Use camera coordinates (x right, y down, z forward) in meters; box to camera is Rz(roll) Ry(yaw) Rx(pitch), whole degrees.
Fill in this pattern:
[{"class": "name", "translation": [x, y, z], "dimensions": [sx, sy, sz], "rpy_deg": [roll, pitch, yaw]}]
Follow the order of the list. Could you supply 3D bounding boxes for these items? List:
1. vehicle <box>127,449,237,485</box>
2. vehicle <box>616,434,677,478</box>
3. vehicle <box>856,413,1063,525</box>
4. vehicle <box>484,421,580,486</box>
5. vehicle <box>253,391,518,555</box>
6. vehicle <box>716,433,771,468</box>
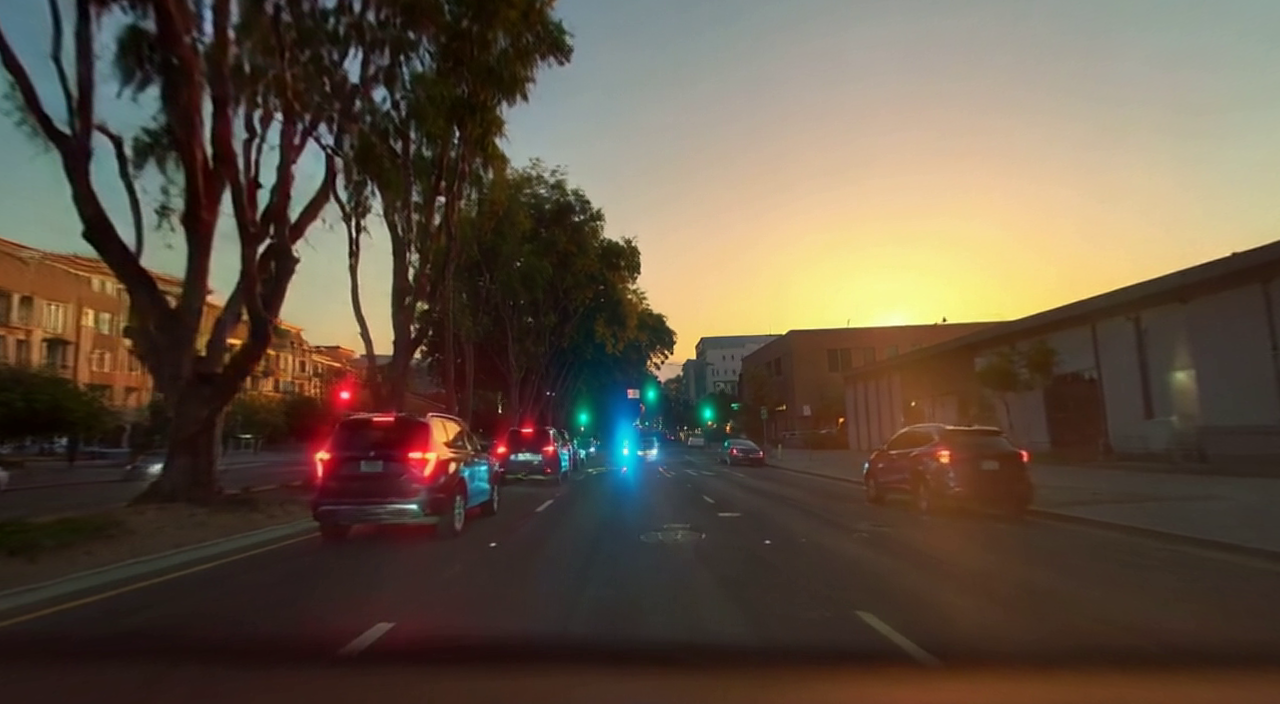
[{"class": "vehicle", "translation": [-22.409, 5.598, 31.177], "dimensions": [2.148, 1.607, 4.428], "rpy_deg": [0, -9, -1]}, {"class": "vehicle", "translation": [0.170, 4.121, 25.197], "dimensions": [2.201, 1.589, 3.843], "rpy_deg": [0, -9, -3]}, {"class": "vehicle", "translation": [6.410, 2.389, 13.410], "dimensions": [1.997, 1.943, 4.409], "rpy_deg": [0, -9, 0]}, {"class": "vehicle", "translation": [-3.526, 3.456, 21.738], "dimensions": [2.487, 1.978, 4.628], "rpy_deg": [0, -9, 0]}, {"class": "vehicle", "translation": [-3.530, 1.816, 10.101], "dimensions": [2.223, 1.957, 4.845], "rpy_deg": [0, -9, 0]}, {"class": "vehicle", "translation": [5.981, 5.771, 37.079], "dimensions": [2.300, 1.903, 4.579], "rpy_deg": [0, -9, -1]}]
